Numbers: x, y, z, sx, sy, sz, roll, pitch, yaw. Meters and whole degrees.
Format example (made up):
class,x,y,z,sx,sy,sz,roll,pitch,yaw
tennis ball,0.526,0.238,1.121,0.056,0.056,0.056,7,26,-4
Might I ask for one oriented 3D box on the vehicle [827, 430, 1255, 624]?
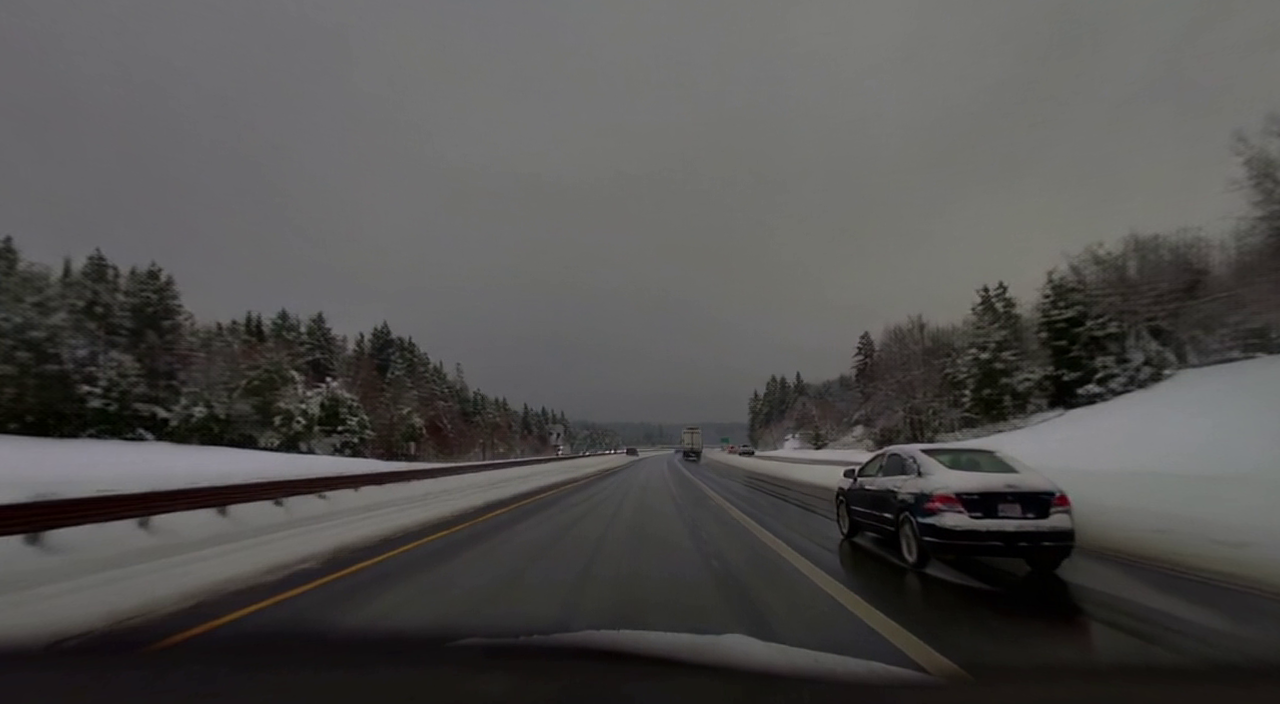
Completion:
class,x,y,z,sx,sy,sz,roll,pitch,yaw
vehicle,3.701,1.665,6.978,1.938,1.456,4.204,0,-9,0
